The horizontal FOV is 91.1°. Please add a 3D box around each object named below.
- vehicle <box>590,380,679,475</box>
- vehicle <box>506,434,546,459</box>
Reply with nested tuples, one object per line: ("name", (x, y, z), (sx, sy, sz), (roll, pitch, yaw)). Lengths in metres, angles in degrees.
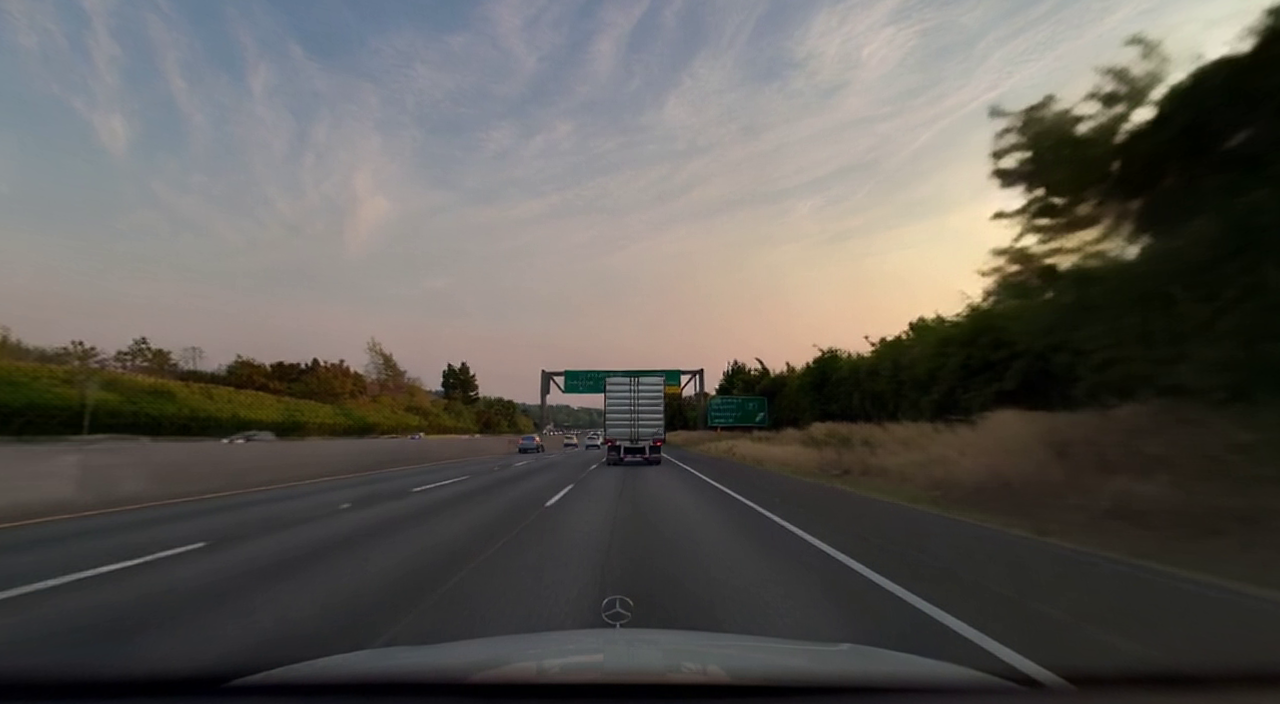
("vehicle", (-0.292, 3.697, 30.210), (3.033, 3.223, 14.836), (4, -8, 0))
("vehicle", (-7.109, 5.893, 39.550), (1.856, 1.479, 3.710), (0, -8, 0))
